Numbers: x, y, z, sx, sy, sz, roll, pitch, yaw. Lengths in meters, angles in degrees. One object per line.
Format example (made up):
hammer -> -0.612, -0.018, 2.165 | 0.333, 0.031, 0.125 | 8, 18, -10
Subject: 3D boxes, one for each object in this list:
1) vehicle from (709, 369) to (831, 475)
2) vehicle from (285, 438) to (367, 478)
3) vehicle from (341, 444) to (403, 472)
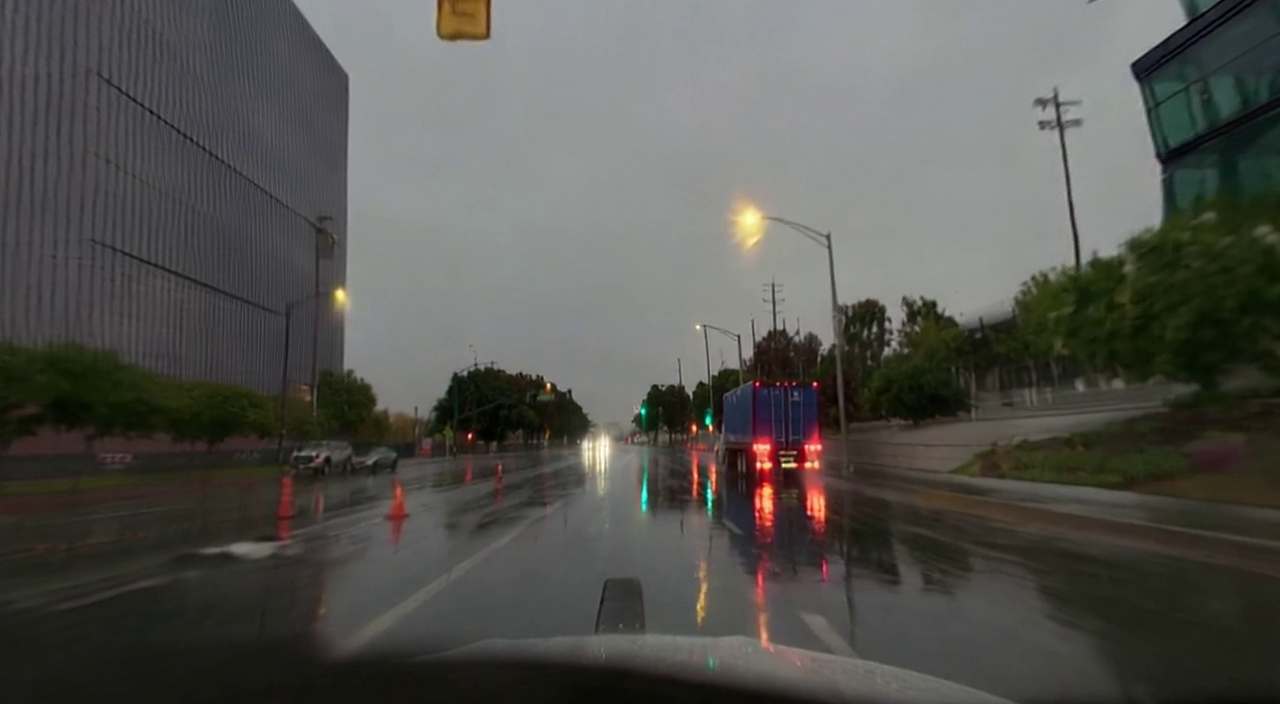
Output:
vehicle -> 5.371, 3.305, 28.450 | 3.176, 3.913, 9.805 | 0, -8, -1
vehicle -> -16.888, 5.700, 34.277 | 1.937, 1.984, 4.928 | 0, -8, 0
vehicle -> -16.914, 6.686, 40.138 | 1.925, 1.665, 4.893 | 0, -8, -1
